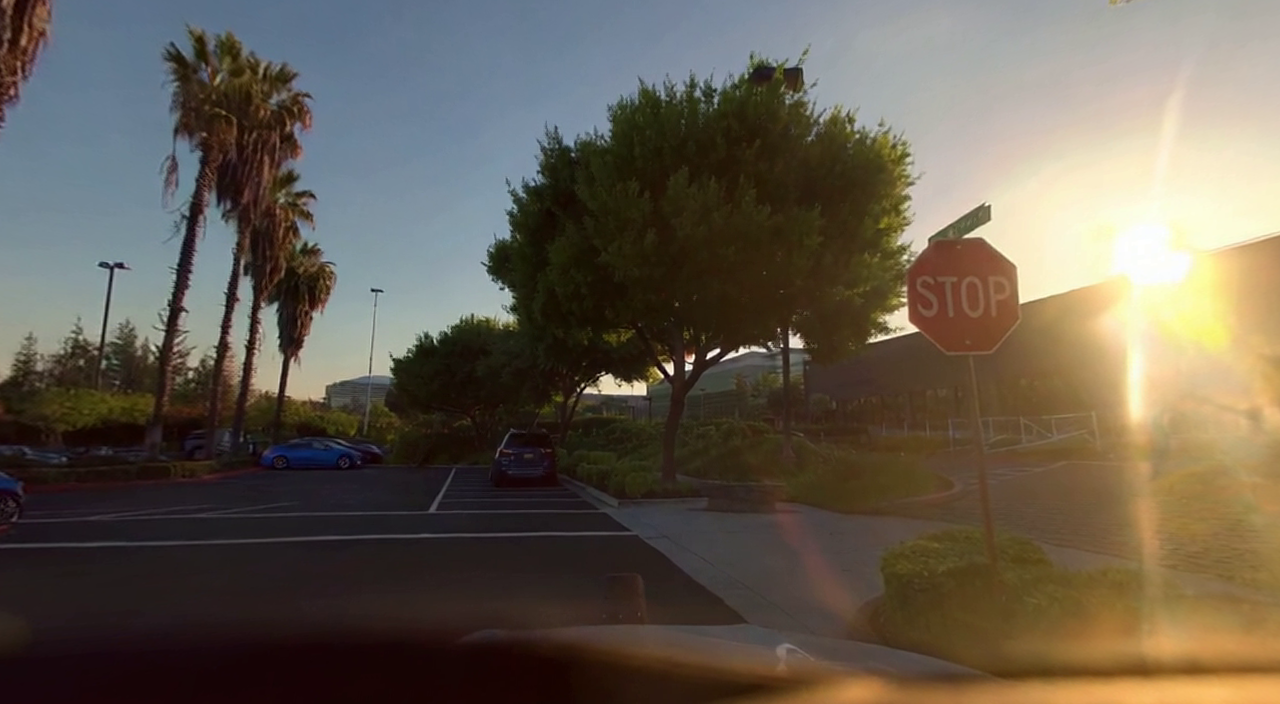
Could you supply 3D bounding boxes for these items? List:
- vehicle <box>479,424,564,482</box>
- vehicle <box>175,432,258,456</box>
[{"bbox_3d":[-4.016,3.300,20.834,2.071,1.700,4.367,3,-9,-19],"label":"vehicle"},{"bbox_3d":[-28.365,6.199,42.479,4.457,1.552,1.748,5,-10,-32],"label":"vehicle"}]
